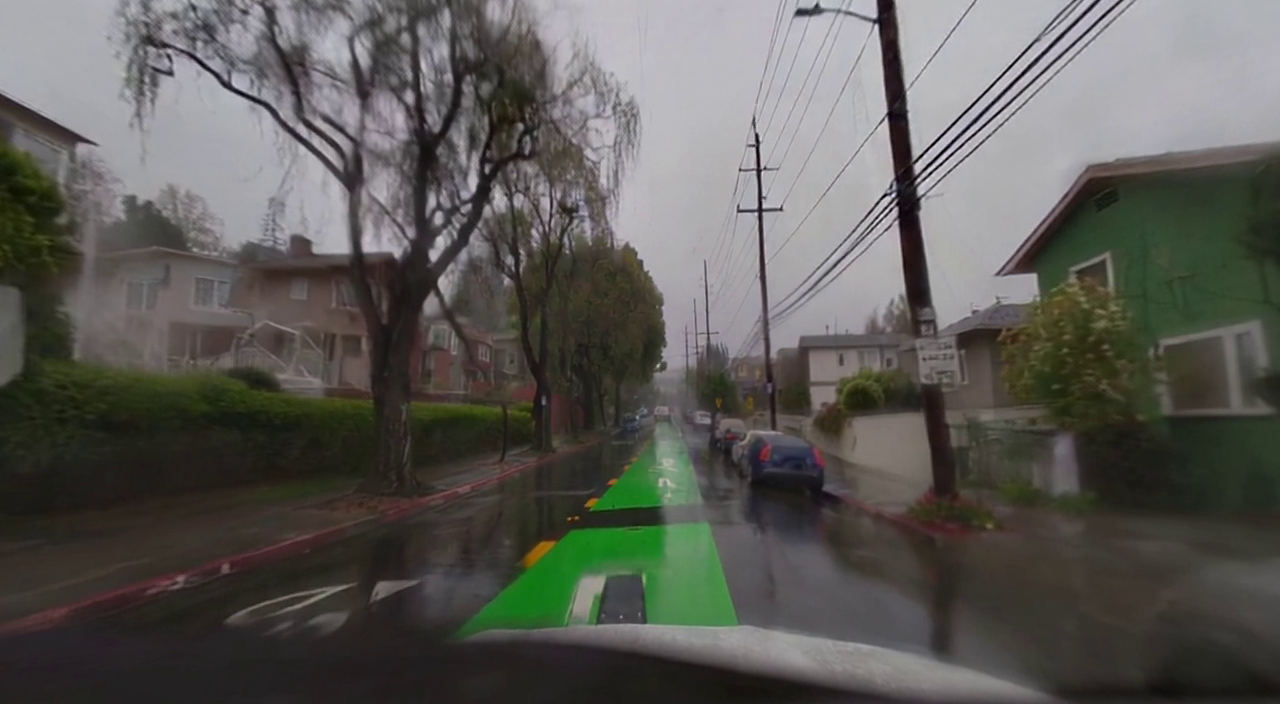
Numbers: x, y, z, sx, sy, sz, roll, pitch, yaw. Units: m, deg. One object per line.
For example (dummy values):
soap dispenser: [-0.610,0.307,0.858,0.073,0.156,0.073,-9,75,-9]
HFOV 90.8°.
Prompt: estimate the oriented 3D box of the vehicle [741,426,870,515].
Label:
vehicle: [3.349,2.466,13.635,2.235,1.500,4.496,0,-9,10]

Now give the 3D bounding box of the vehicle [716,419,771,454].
vehicle: [4.833,4.050,29.980,1.981,1.512,4.144,0,-9,1]

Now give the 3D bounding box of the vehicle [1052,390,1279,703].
vehicle: [3.481,0.866,1.606,1.909,1.694,4.472,0,-9,2]
